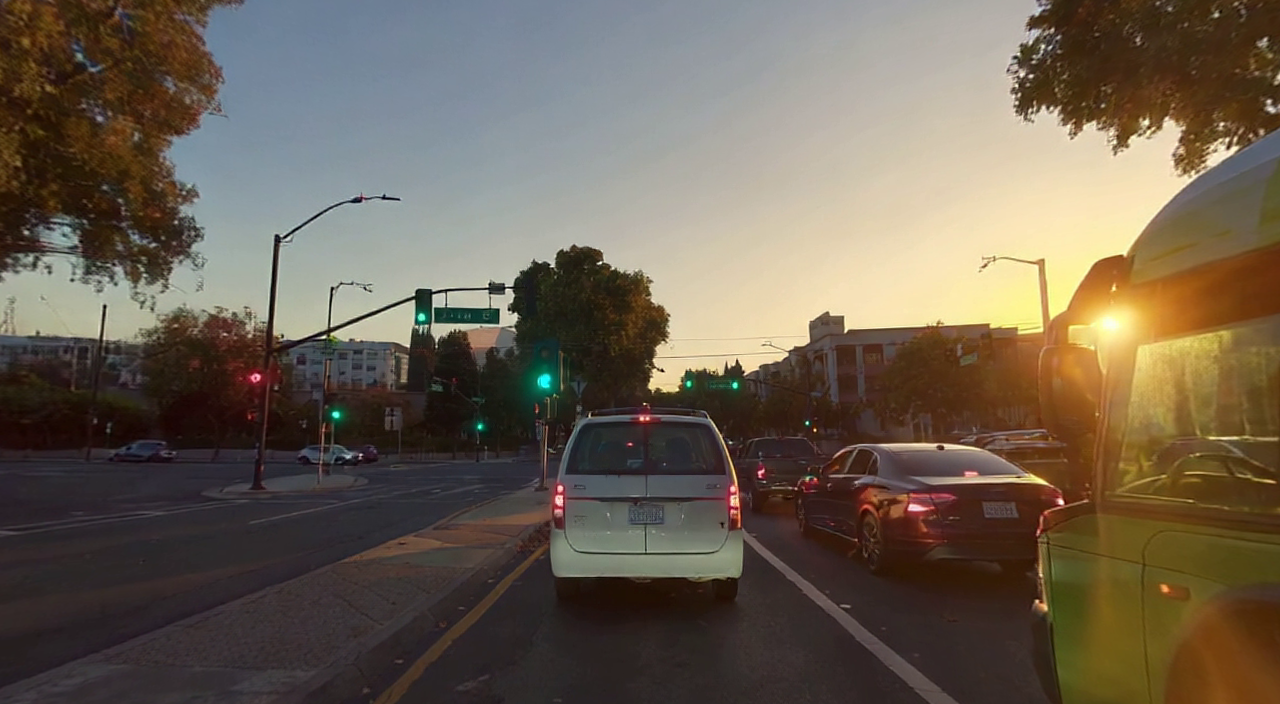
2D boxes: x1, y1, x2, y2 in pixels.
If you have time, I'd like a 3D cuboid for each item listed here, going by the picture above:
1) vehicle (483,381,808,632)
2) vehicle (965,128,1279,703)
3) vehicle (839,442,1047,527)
[{"bbox_3d":[0.013,1.474,7.008,2.381,1.842,4.603,0,-8,-1],"label":"vehicle"},{"bbox_3d":[2.614,0.317,0.427,2.037,2.065,5.037,0,-8,0],"label":"vehicle"},{"bbox_3d":[5.980,2.638,13.225,1.987,1.457,4.675,0,-8,-1],"label":"vehicle"}]
